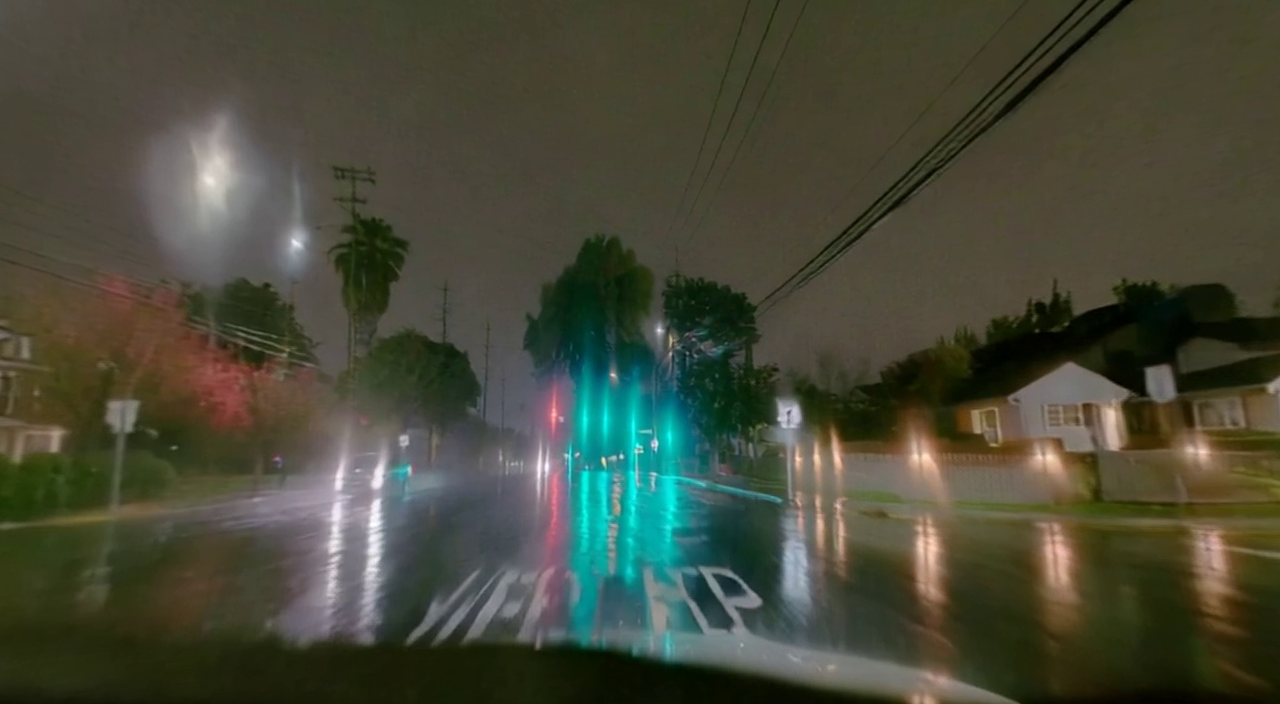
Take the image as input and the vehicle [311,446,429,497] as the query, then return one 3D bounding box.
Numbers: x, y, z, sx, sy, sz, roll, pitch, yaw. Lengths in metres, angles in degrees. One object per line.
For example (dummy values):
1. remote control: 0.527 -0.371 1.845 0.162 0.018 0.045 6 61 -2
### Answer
1. vehicle: -10.094 4.464 24.091 2.053 1.727 4.651 -1 -8 6
